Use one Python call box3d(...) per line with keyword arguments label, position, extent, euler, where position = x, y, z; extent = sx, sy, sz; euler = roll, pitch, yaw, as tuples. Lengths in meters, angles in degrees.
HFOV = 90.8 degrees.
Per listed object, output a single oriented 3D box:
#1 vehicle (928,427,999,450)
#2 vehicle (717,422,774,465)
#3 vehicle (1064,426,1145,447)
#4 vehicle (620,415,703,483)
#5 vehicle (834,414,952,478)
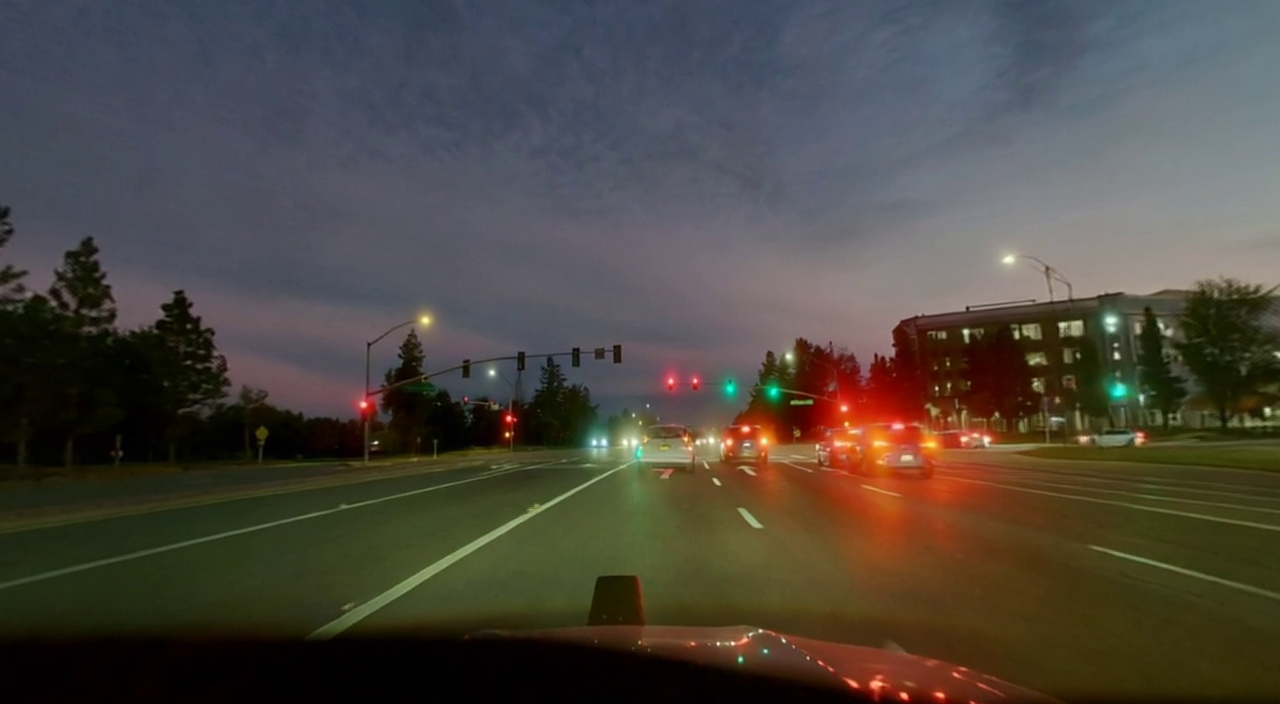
box3d(label="vehicle", position=(23.514, 6.302, 45.977), extent=(4.482, 1.465, 1.831), euler=(-3, -11, 29))
box3d(label="vehicle", position=(4.698, 4.199, 28.800), extent=(2.188, 1.774, 4.646), euler=(-1, -9, 5))
box3d(label="vehicle", position=(34.479, 6.297, 47.071), extent=(4.596, 1.468, 1.785), euler=(-5, -10, 31))
box3d(label="vehicle", position=(0.677, 2.904, 18.943), extent=(2.211, 1.795, 4.179), euler=(-1, -9, 3))
box3d(label="vehicle", position=(7.873, 3.003, 20.173), extent=(2.074, 1.791, 4.393), euler=(-1, -9, 3))
